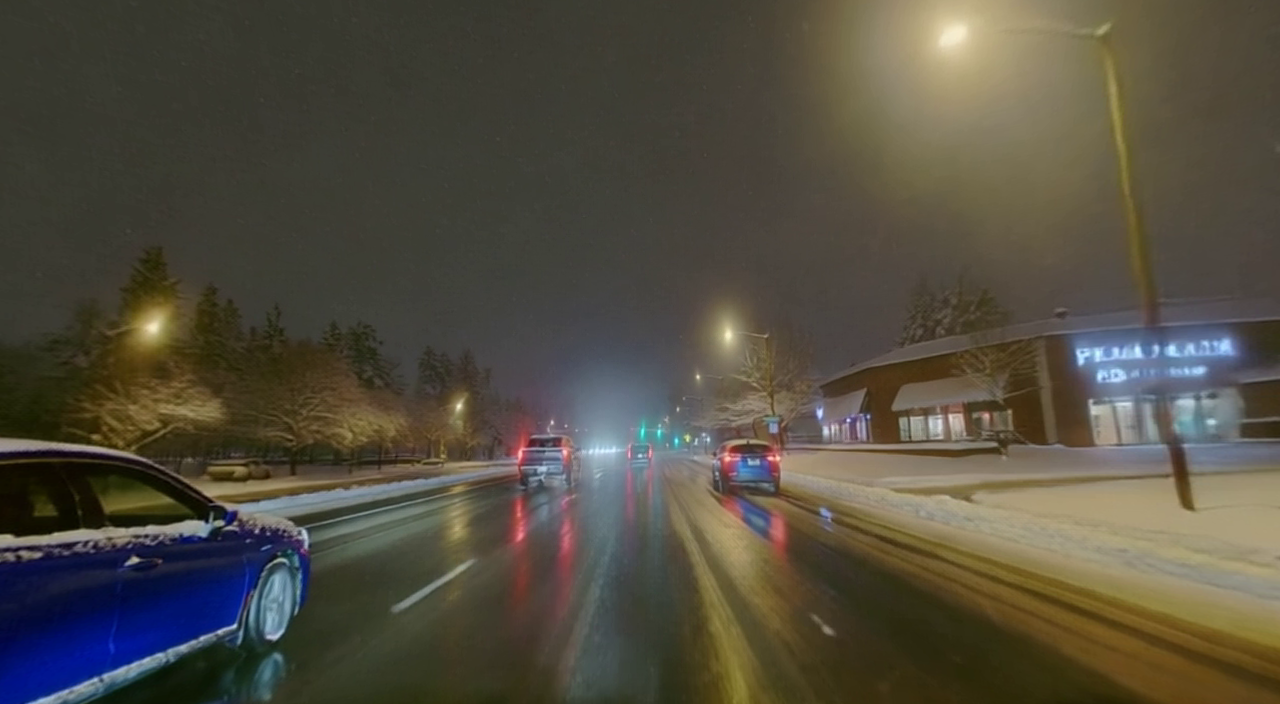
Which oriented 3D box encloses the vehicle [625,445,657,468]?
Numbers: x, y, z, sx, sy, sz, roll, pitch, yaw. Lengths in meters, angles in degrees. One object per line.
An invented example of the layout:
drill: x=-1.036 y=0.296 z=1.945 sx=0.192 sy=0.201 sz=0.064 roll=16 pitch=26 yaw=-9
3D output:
vehicle: x=0.051 y=7.042 z=42.601 sx=2.069 sy=1.445 sz=3.965 roll=0 pitch=-8 yaw=0

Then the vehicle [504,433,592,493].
vehicle: x=-2.953 y=3.695 z=21.336 sx=2.193 sy=1.788 sz=4.603 roll=0 pitch=-8 yaw=1

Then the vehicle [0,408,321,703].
vehicle: x=-3.221 y=0.899 z=1.943 sx=1.956 sy=1.460 sz=4.802 roll=0 pitch=-8 yaw=0

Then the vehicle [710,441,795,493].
vehicle: x=3.479 y=3.628 z=20.299 sx=1.904 sy=1.490 sz=4.299 roll=0 pitch=-8 yaw=-1
